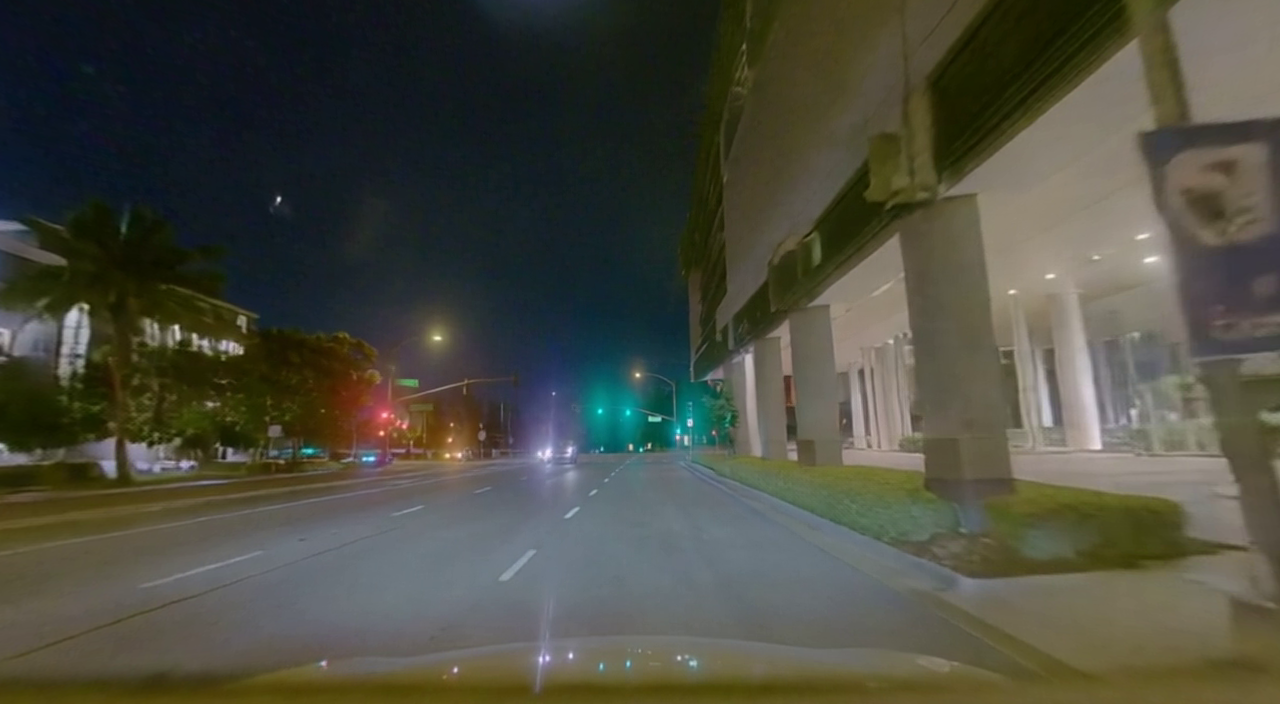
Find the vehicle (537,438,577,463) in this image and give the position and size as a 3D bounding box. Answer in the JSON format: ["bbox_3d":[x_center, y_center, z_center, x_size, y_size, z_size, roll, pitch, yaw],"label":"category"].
[{"bbox_3d":[-5.925,7.079,45.154,2.121,1.731,4.707,0,-9,1],"label":"vehicle"}]
